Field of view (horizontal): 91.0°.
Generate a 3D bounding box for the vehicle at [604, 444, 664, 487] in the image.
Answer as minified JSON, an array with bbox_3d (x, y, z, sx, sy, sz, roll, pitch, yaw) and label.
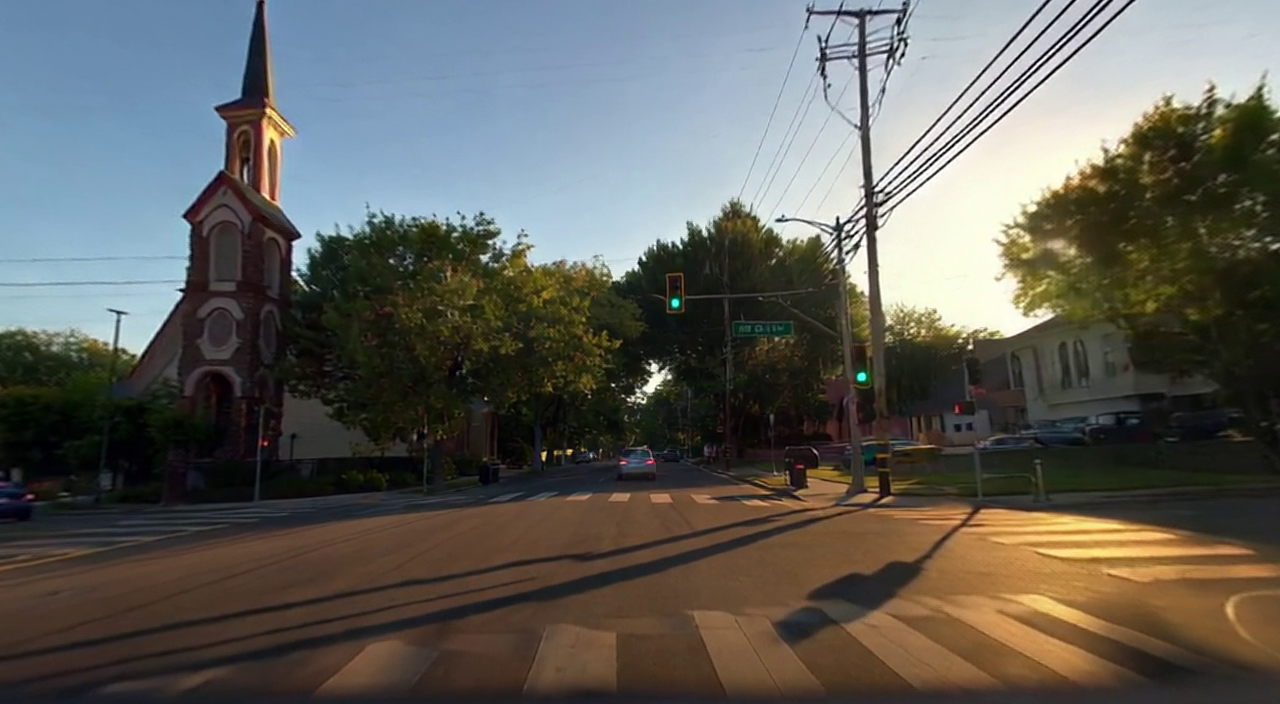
[{"bbox_3d":[-0.238,4.296,24.178,2.093,1.497,4.010,0,-9,-1],"label":"vehicle"}]
